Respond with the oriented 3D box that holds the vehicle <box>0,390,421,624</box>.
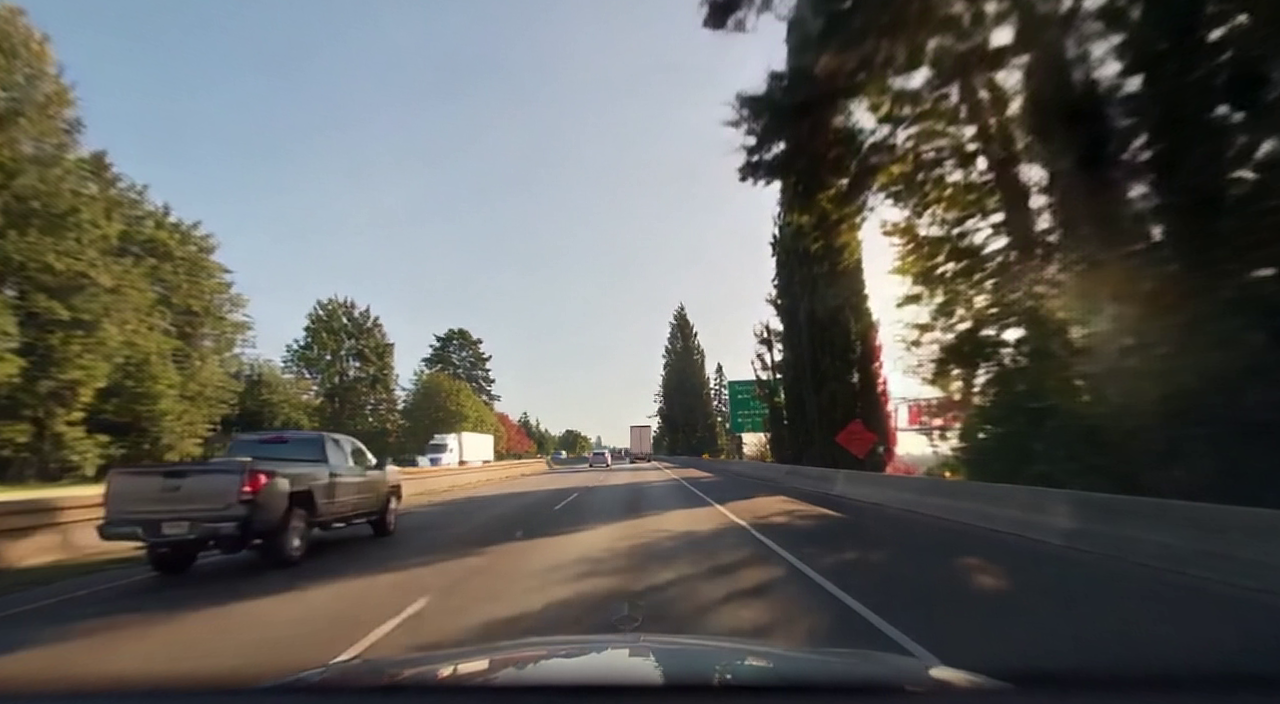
[{"bbox_3d":[-4.485,1.594,7.411,2.079,1.845,4.654,0,-9,1],"label":"vehicle"}]
